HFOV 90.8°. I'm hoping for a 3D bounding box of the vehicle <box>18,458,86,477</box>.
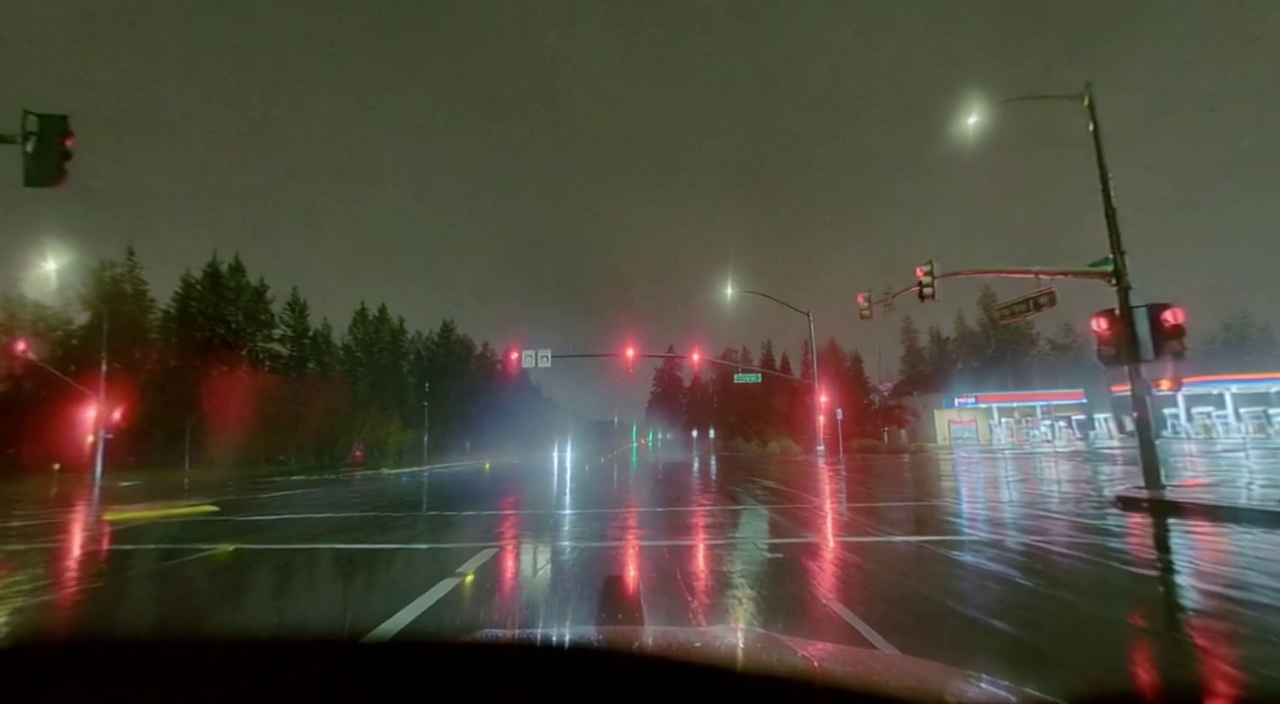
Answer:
[{"bbox_3d":[-46.224,9.052,49.707,1.594,1.368,3.616,-7,-11,37],"label":"vehicle"}]
